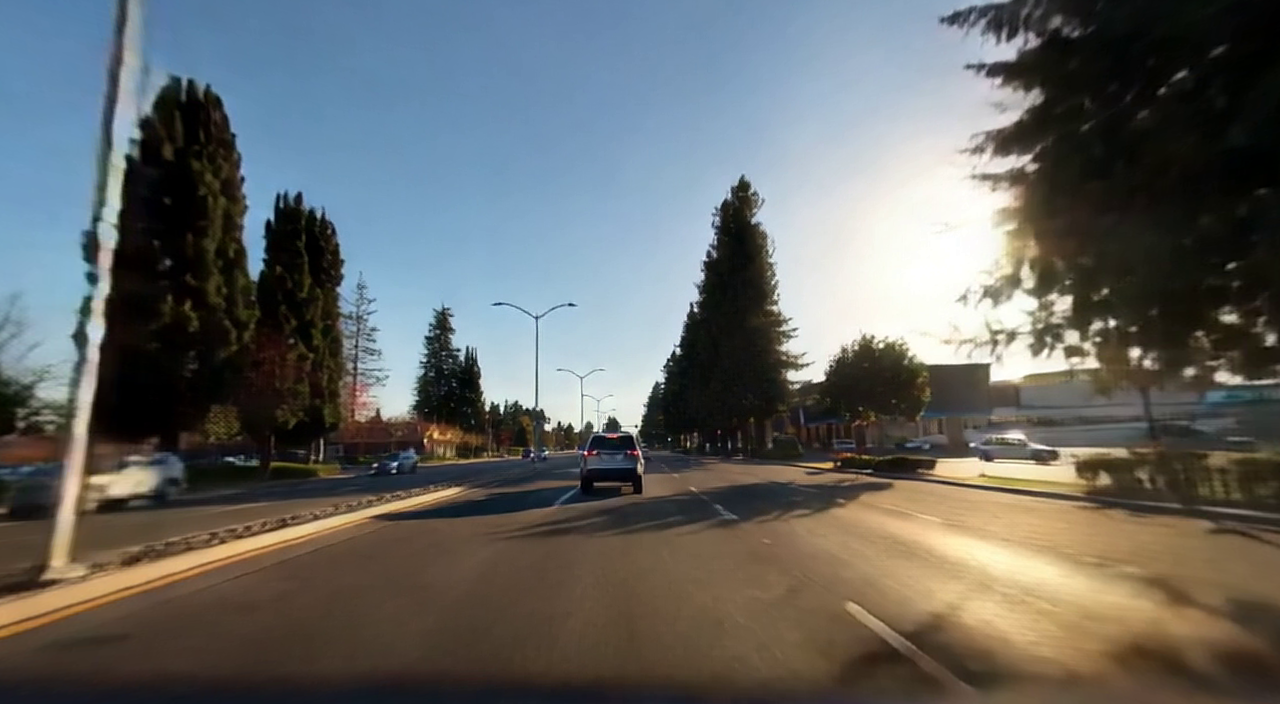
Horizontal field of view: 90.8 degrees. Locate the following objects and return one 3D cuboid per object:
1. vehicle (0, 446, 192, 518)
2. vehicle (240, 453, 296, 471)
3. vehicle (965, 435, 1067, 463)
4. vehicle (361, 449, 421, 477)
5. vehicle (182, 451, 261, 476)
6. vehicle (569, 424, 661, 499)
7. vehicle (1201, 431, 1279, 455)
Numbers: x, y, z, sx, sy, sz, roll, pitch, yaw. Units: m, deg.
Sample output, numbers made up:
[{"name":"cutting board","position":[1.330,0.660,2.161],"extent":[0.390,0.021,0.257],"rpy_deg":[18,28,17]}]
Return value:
[{"name":"vehicle","position":[-16.267,3.746,18.925],"extent":[2.127,1.836,4.833],"rpy_deg":[0,-8,0]},{"name":"vehicle","position":[-29.232,8.650,49.672],"extent":[3.327,1.360,1.672],"rpy_deg":[-1,-9,4]},{"name":"vehicle","position":[20.722,5.366,34.951],"extent":[4.339,1.456,2.030],"rpy_deg":[0,-8,-2]},{"name":"vehicle","position":[-15.575,6.931,39.787],"extent":[2.022,1.615,4.324],"rpy_deg":[0,-8,0]},{"name":"vehicle","position":[-29.204,7.787,44.175],"extent":[4.287,1.464,2.016],"rpy_deg":[-3,-7,7]},{"name":"vehicle","position":[-0.774,3.119,18.394],"extent":[2.300,1.870,4.936],"rpy_deg":[0,-8,-3]},{"name":"vehicle","position":[39.780,5.944,41.265],"extent":[4.167,1.455,2.067],"rpy_deg":[-1,-8,0]}]
